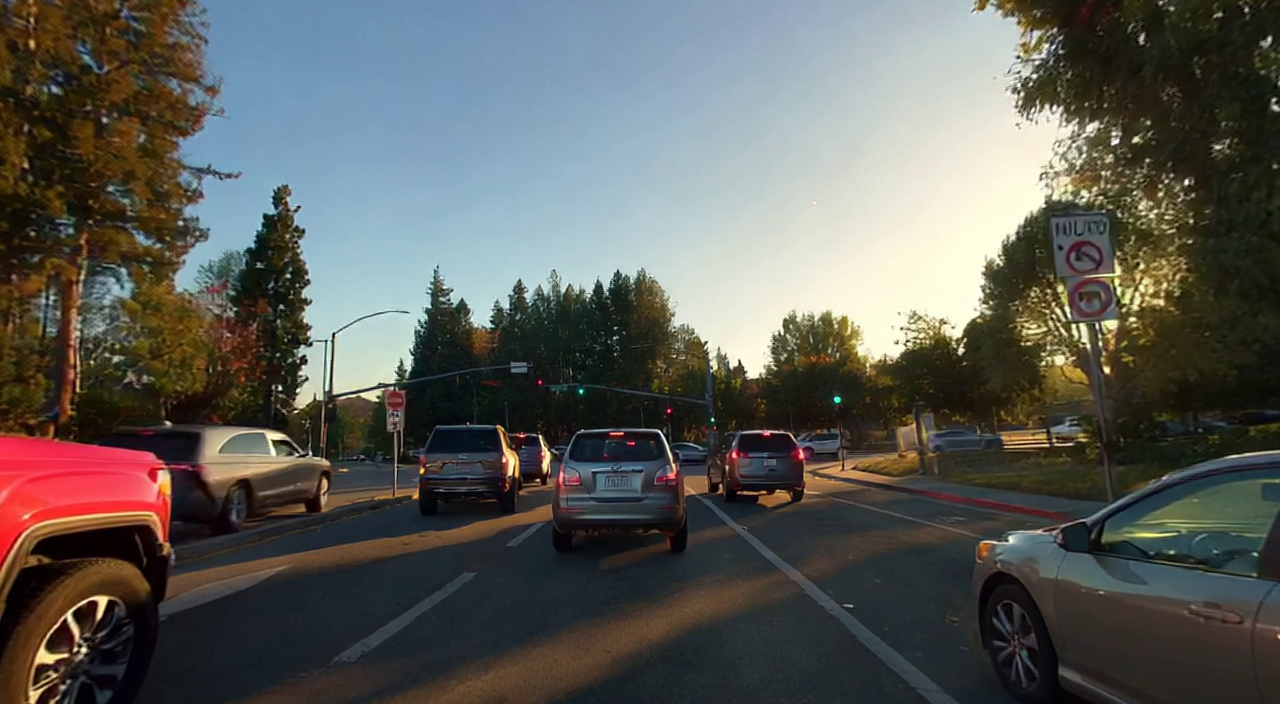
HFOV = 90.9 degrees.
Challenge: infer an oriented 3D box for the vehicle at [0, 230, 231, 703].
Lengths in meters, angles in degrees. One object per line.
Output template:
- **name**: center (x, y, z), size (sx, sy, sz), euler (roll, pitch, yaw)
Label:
- **vehicle**: center (-3.482, 0.347, 0.312), size (2.656, 2.021, 5.800), euler (0, -8, 0)

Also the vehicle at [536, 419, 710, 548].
- **vehicle**: center (-0.223, 1.939, 9.872), size (2.194, 1.607, 3.690), euler (0, -8, 0)

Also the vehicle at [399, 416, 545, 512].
- **vehicle**: center (-3.629, 2.523, 14.655), size (2.089, 1.857, 4.488), euler (0, -8, 1)

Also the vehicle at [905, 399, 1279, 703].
- **vehicle**: center (3.017, 0.963, 2.505), size (1.874, 1.477, 4.698), euler (0, -8, 0)

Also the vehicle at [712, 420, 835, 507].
- **vehicle**: center (3.132, 2.732, 15.897), size (2.102, 1.841, 4.587), euler (0, -8, 0)
